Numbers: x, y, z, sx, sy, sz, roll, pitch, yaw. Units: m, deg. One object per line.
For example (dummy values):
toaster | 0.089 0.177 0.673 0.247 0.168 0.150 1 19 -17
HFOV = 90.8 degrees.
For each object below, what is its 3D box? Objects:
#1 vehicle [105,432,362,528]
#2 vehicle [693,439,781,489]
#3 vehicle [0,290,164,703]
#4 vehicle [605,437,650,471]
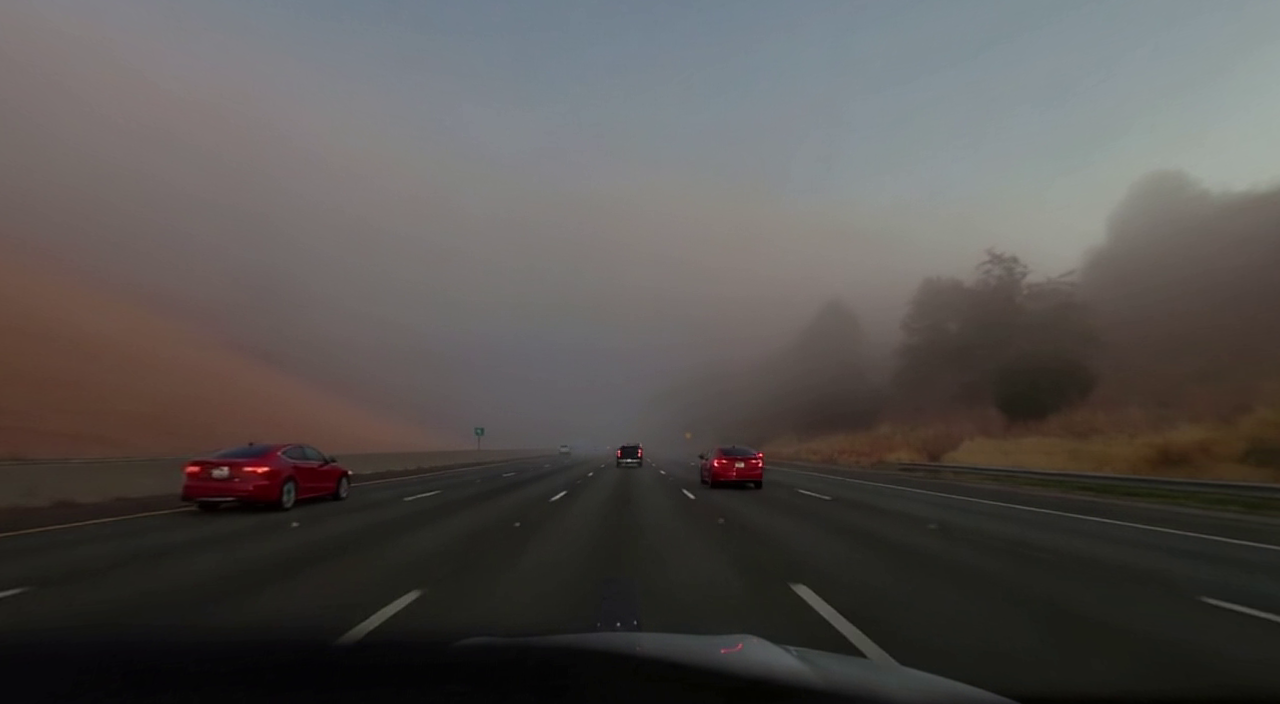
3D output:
vehicle | -7.572 2.408 12.552 1.922 1.508 4.816 0 -8 0
vehicle | 3.157 3.773 21.645 2.120 1.492 4.734 0 -8 -1
vehicle | -3.792 0.426 0.513 2.379 1.948 5.668 0 -8 0
vehicle | -0.667 5.477 34.066 2.277 1.675 4.023 0 -8 -1
